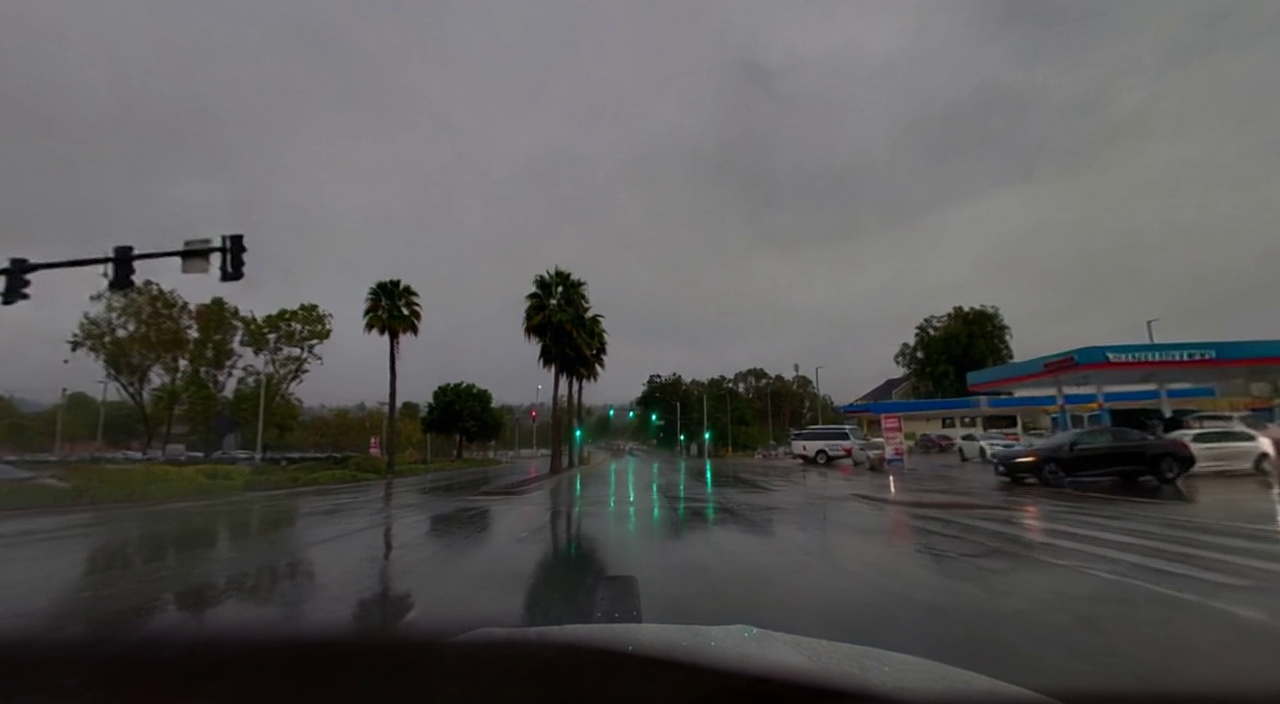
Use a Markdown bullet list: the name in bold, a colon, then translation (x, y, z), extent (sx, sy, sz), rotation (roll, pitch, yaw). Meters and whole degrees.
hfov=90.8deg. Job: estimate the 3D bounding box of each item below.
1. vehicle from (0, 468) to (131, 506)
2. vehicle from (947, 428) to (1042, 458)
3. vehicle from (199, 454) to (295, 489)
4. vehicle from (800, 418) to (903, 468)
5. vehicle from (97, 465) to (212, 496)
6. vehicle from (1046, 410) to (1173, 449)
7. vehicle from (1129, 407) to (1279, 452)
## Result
- **vehicle**: translation (-25.645, 5.964, 28.077), extent (4.407, 1.565, 1.861), rotation (0, -9, 2)
- **vehicle**: translation (21.618, 5.584, 38.601), extent (4.578, 1.756, 2.042), rotation (1, -9, -4)
- **vehicle**: translation (-25.958, 7.899, 41.853), extent (5.056, 1.839, 1.957), rotation (-3, -6, -2)
- **vehicle**: translation (13.277, 5.909, 40.957), extent (2.944, 2.783, 10.332), rotation (0, -9, -1)
- **vehicle**: translation (-25.862, 6.867, 33.795), extent (4.448, 1.525, 1.835), rotation (1, -9, -5)
- **vehicle**: translation (28.915, 4.811, 39.102), extent (5.625, 2.303, 2.592), rotation (0, -9, 2)
- **vehicle**: translation (30.058, 4.137, 33.595), extent (6.052, 2.171, 2.511), rotation (0, -9, -4)
